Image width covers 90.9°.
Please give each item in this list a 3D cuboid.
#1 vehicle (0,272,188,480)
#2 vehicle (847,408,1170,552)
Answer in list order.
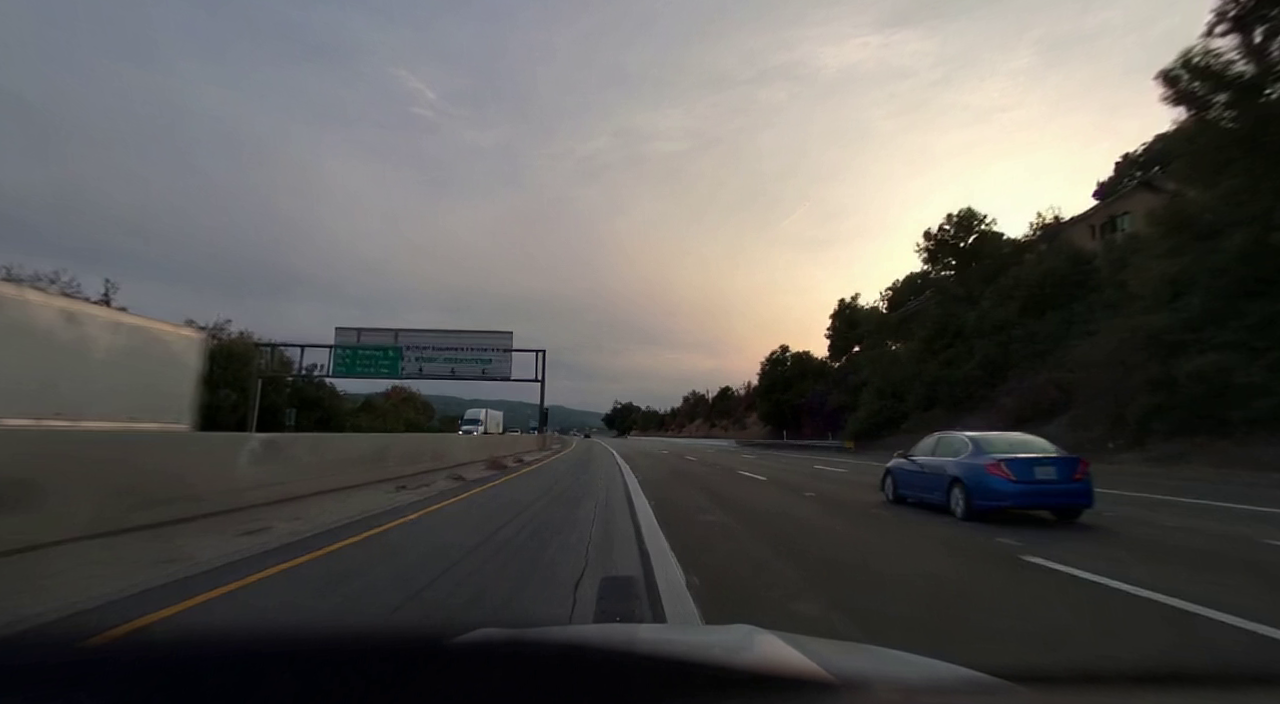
[{"bbox_3d":[-13.740,0.167,9.959,2.957,3.977,14.659,0,-8,-2],"label":"vehicle"},{"bbox_3d":[4.878,1.718,9.262,1.997,1.589,4.179,0,-8,-4],"label":"vehicle"}]
